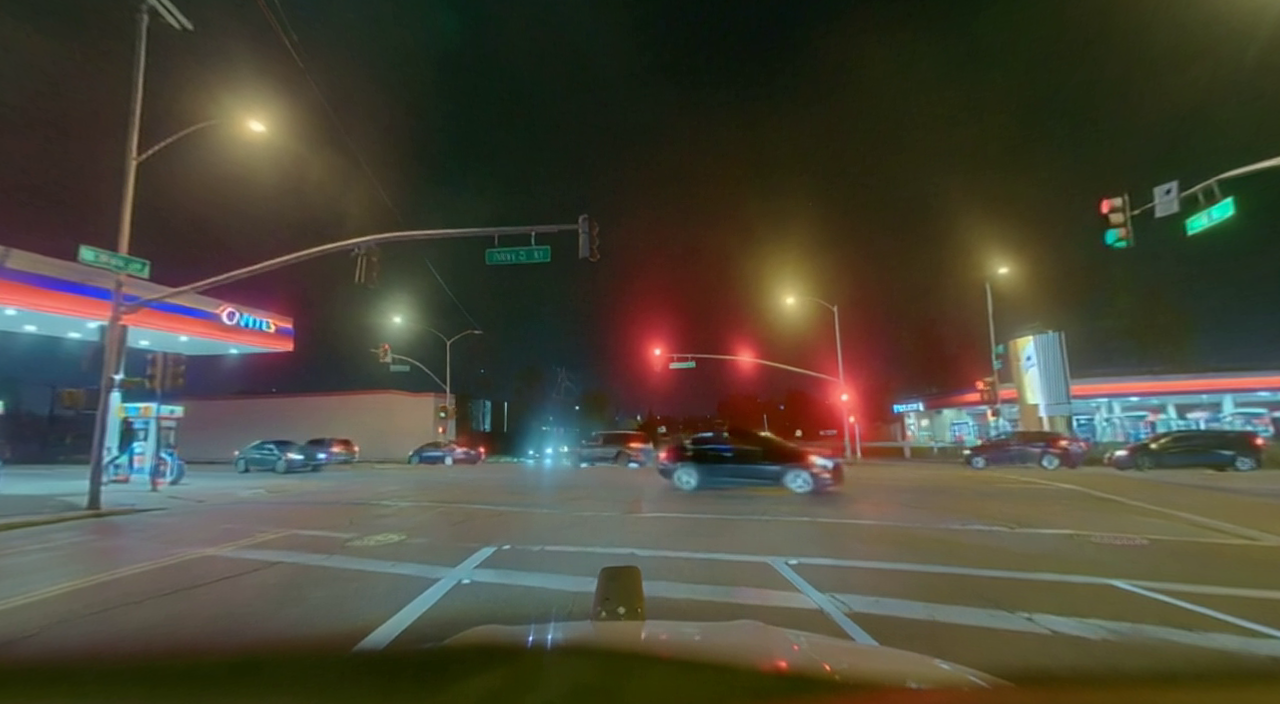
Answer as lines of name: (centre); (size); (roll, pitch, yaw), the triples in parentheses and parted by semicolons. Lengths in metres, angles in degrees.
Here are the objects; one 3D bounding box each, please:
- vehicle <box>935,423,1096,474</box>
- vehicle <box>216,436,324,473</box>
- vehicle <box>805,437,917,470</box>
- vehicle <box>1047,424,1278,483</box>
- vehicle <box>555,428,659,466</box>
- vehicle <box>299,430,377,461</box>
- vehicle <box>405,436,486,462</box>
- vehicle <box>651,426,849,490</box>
vehicle: (12.984, 3.402, 22.257); (4.568, 1.643, 1.911); (-4, -9, 24)
vehicle: (-16.145, 4.449, 27.502); (4.670, 1.458, 1.959); (-6, -10, 30)
vehicle: (10.757, 4.973, 31.007); (4.792, 1.467, 1.831); (-8, -12, 42)
vehicle: (14.721, 2.917, 18.245); (4.681, 1.495, 2.096); (-5, -10, 26)
vehicle: (-1.574, 4.458, 29.620); (4.562, 1.676, 1.819); (-5, -10, 26)
vehicle: (-18.071, 5.628, 37.744); (4.311, 1.742, 1.864); (-5, -10, 26)
vehicle: (-11.889, 5.945, 38.602); (4.801, 1.466, 1.830); (-5, -10, 27)
vehicle: (2.863, 2.802, 16.804); (4.806, 1.482, 1.862); (-5, -10, 28)
